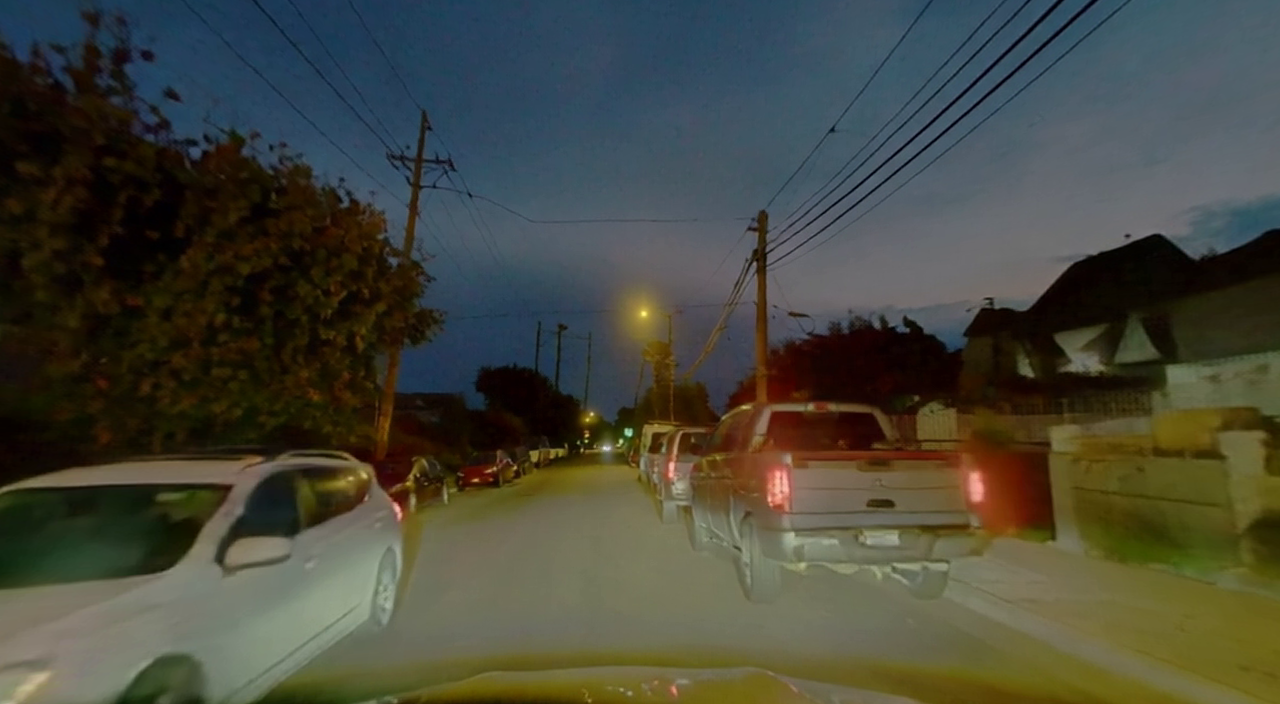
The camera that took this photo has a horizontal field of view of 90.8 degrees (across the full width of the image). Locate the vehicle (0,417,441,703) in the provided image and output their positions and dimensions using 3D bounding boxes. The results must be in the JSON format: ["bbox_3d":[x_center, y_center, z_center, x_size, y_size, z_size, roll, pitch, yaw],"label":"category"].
[{"bbox_3d":[-2.905,1.247,3.720,2.060,1.525,4.876,0,-8,-2],"label":"vehicle"}]

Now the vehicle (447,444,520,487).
[{"bbox_3d":[-6.261,4.560,25.846,1.988,1.541,4.686,0,-8,-2],"label":"vehicle"}]

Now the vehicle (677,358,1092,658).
[{"bbox_3d":[1.670,1.285,6.300,2.032,1.839,4.597,0,-8,-4],"label":"vehicle"}]

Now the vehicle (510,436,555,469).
[{"bbox_3d":[-6.917,6.538,41.225,2.280,1.953,5.092,0,-8,-3],"label":"vehicle"}]
